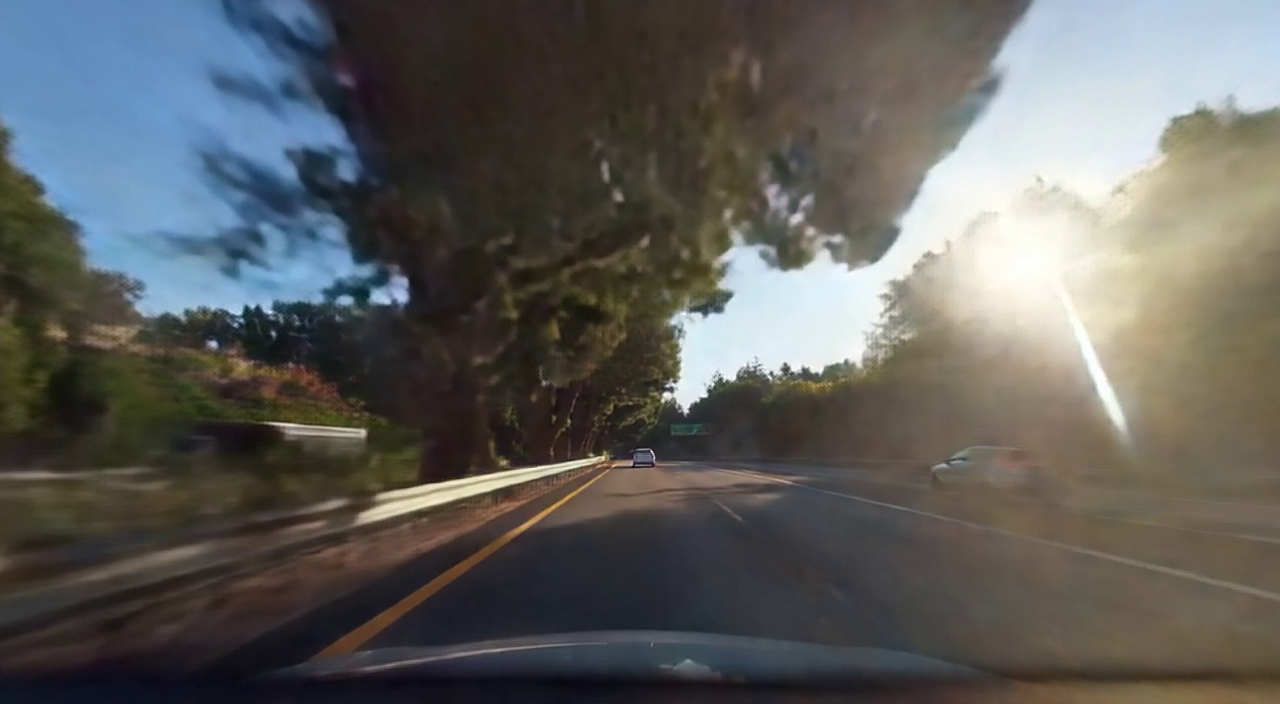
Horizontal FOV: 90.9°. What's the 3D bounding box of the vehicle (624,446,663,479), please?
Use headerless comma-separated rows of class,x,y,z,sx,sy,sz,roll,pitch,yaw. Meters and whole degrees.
vehicle,0.141,5.932,34.111,1.987,1.658,3.620,0,-9,-1
